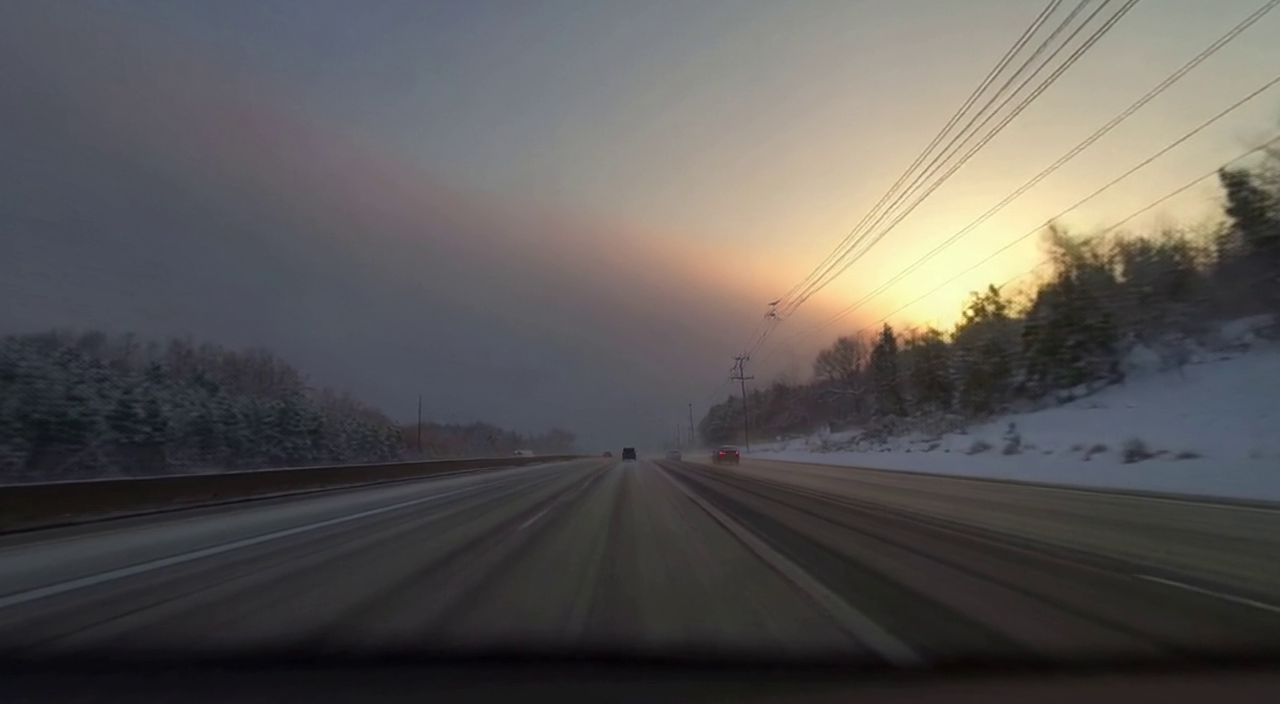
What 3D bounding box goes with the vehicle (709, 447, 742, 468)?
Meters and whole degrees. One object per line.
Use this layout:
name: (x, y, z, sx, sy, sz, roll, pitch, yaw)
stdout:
vehicle: (6.400, 7.945, 47.806, 1.817, 1.440, 4.075, 0, -9, -2)
